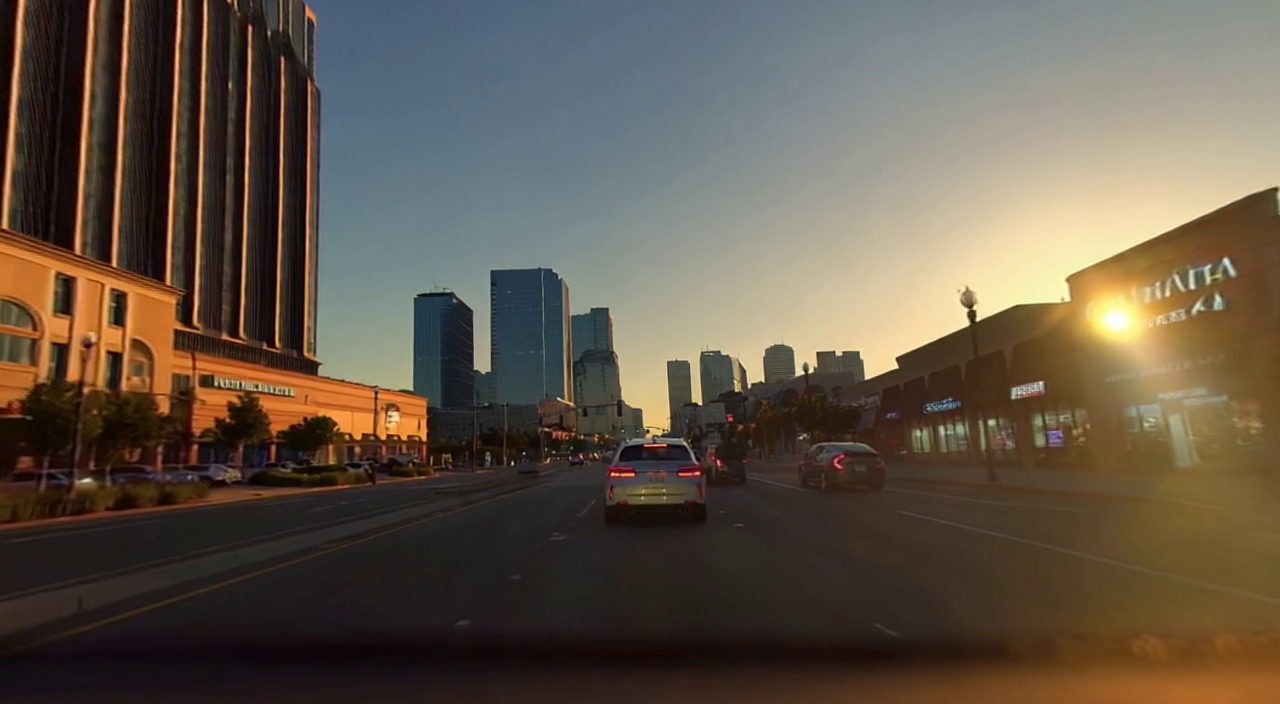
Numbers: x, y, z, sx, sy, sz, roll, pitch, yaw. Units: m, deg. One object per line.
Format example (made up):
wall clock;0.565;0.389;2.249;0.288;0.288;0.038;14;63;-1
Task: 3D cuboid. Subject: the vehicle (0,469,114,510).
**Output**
vehicle;-28.724;6.749;31.235;2.018;1.716;4.042;-2;-10;-5

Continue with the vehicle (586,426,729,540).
vehicle;0.240;2.240;11.396;2.125;1.669;3.880;0;-8;-1

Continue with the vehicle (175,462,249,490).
vehicle;-27.876;8.064;41.176;1.861;1.578;4.152;0;-8;1

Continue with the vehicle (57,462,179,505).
vehicle;-25.865;6.490;31.500;2.026;1.808;4.835;0;-9;-2

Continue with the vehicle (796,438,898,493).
vehicle;6.739;3.738;21.094;2.086;1.627;4.294;0;-8;2

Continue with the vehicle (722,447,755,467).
vehicle;7.746;8.313;49.993;1.900;1.507;4.151;0;-8;0
